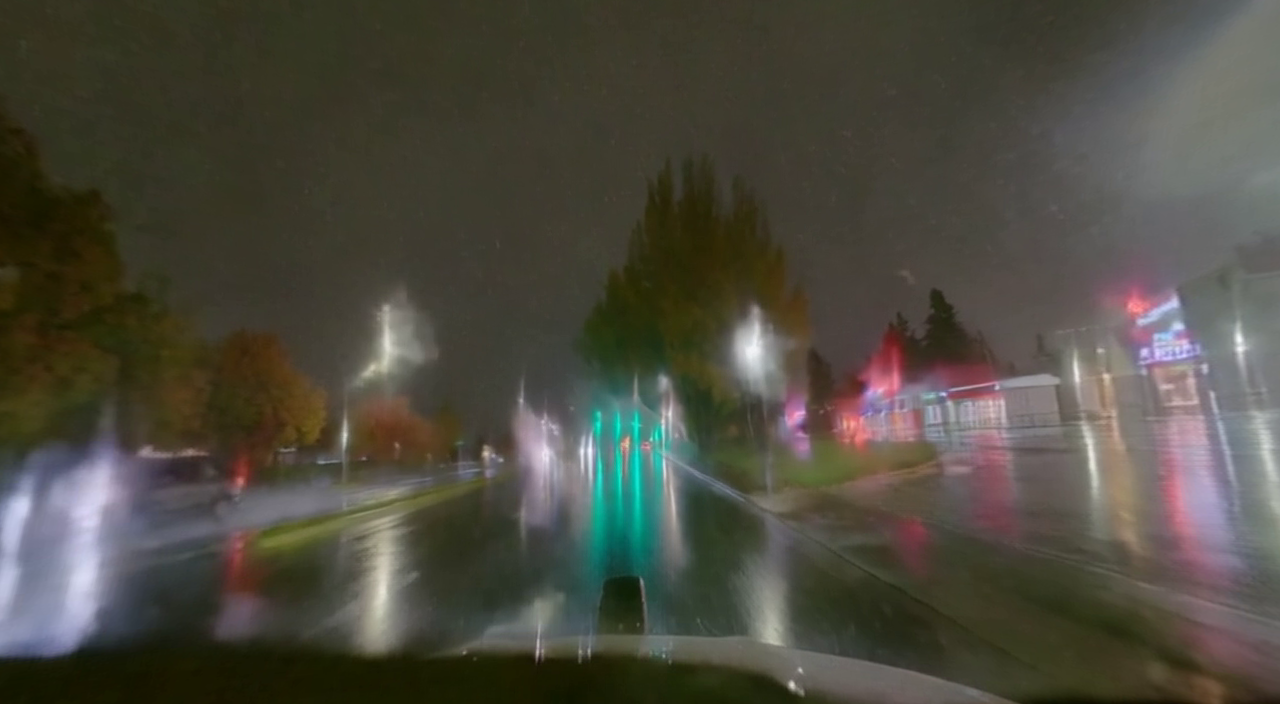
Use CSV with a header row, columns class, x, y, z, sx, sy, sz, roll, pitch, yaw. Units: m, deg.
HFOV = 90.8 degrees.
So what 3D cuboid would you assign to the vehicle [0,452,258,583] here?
class,x,y,z,sx,sy,sz,roll,pitch,yaw
vehicle,-8.892,2.641,10.978,2.050,1.721,4.369,0,-8,-5
